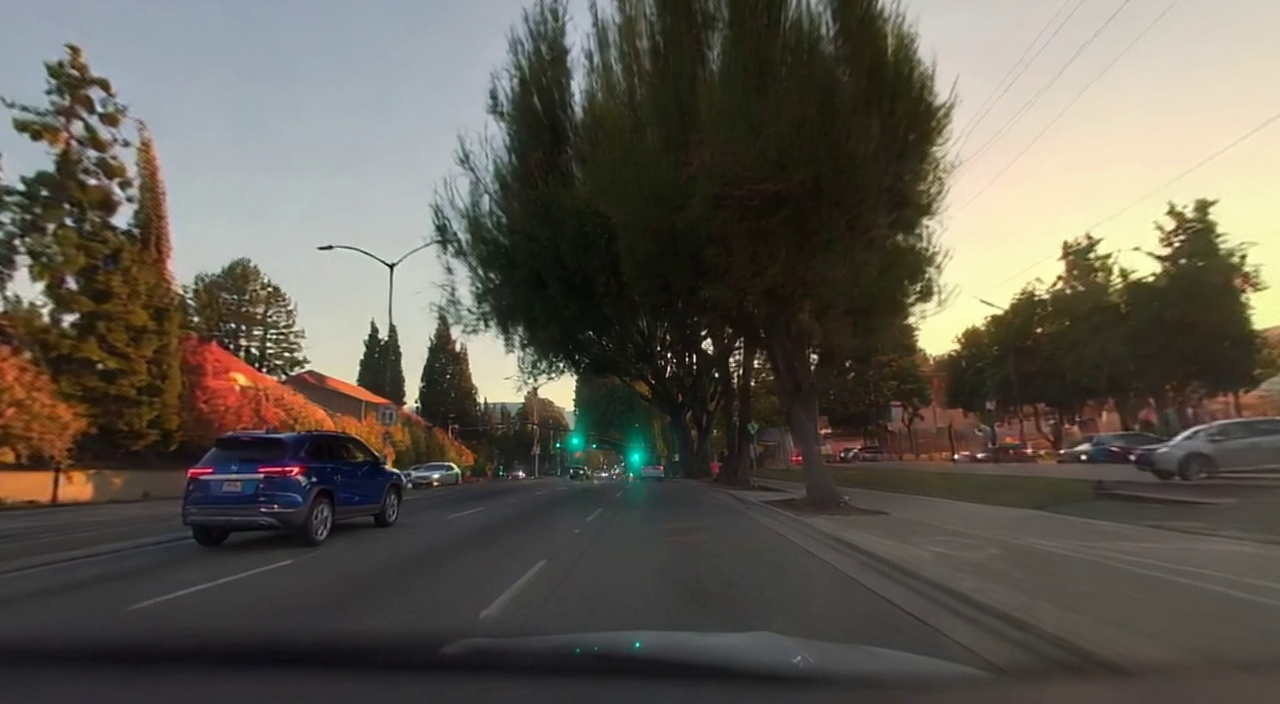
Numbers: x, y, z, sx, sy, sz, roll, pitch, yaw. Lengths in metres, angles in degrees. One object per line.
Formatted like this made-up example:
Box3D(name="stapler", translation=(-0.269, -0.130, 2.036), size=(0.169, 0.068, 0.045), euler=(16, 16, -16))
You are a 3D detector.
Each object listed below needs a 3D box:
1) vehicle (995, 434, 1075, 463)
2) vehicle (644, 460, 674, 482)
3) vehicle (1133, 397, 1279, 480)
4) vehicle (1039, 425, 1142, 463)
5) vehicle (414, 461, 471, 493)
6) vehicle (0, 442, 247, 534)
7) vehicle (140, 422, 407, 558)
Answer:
Box3D(name="vehicle", translation=(23.064, 5.674, 37.040), size=(2.001, 1.558, 4.803), euler=(-1, -9, 6))
Box3D(name="vehicle", translation=(1.356, 8.634, 45.845), size=(2.091, 1.494, 3.962), euler=(0, -9, 0))
Box3D(name="vehicle", translation=(12.767, 1.750, 12.587), size=(1.884, 1.522, 4.642), euler=(0, -9, -3))
Box3D(name="vehicle", translation=(22.193, 4.588, 31.293), size=(2.018, 1.751, 4.637), euler=(-1, -9, 6))
Box3D(name="vehicle", translation=(-11.694, 7.412, 37.685), size=(2.064, 1.515, 5.056), euler=(1, -7, -4))
Box3D(name="vehicle", translation=(-11.685, 3.041, 14.764), size=(2.042, 1.801, 4.378), euler=(0, -9, 1))
Box3D(name="vehicle", translation=(-6.024, 2.292, 11.151), size=(2.027, 1.908, 4.273), euler=(0, -9, 1))
